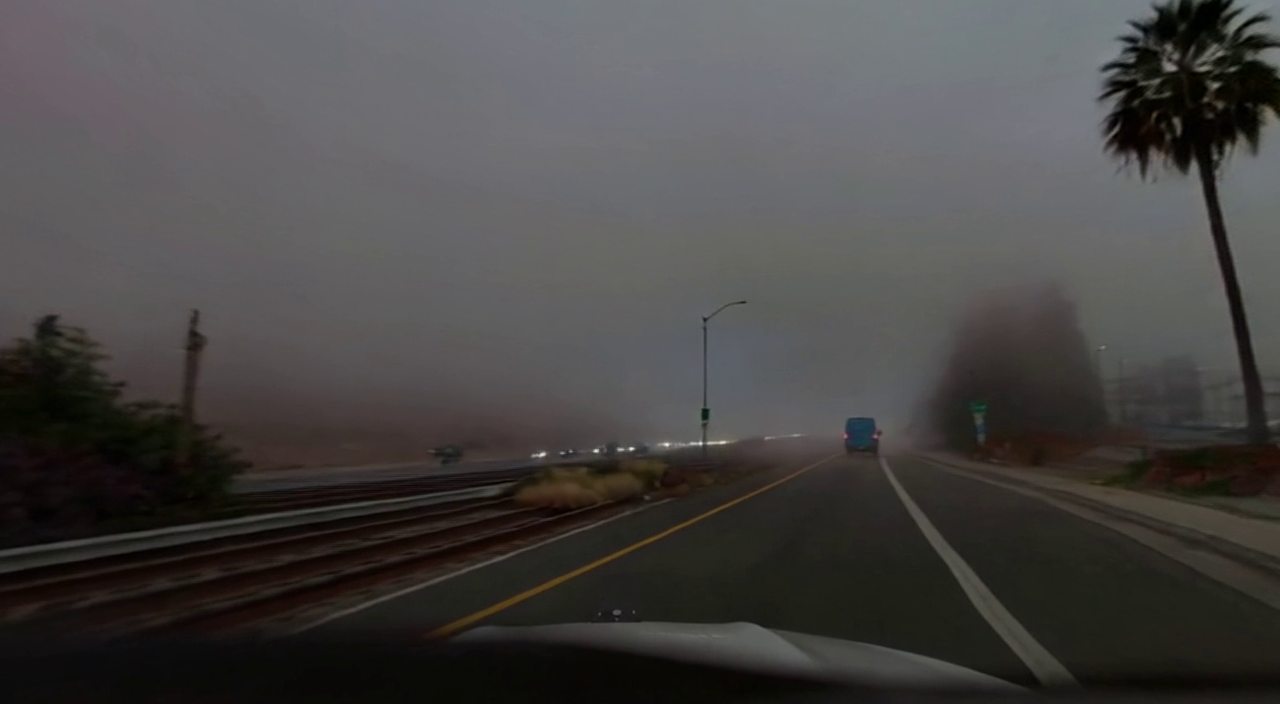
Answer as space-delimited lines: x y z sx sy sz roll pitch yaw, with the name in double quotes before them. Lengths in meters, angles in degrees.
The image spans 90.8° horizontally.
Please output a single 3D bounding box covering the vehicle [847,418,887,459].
"vehicle" 17.421 6.654 48.567 2.606 3.020 4.180 -3 -8 19
